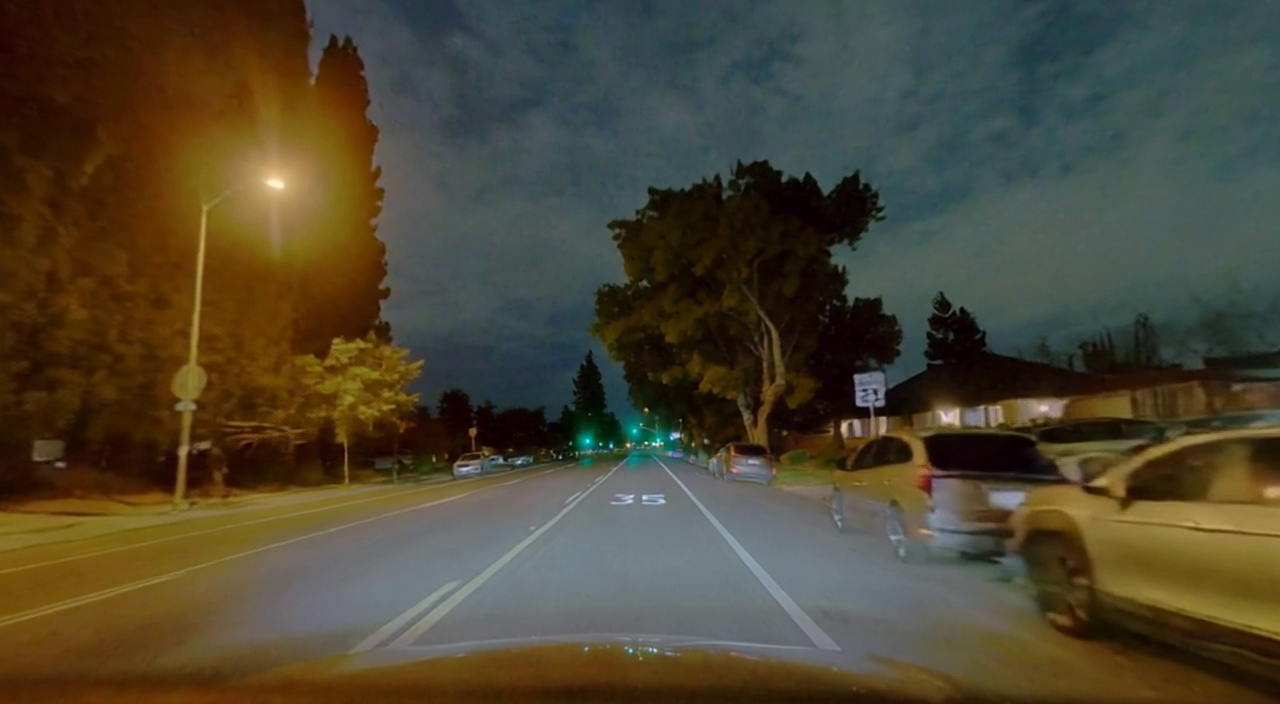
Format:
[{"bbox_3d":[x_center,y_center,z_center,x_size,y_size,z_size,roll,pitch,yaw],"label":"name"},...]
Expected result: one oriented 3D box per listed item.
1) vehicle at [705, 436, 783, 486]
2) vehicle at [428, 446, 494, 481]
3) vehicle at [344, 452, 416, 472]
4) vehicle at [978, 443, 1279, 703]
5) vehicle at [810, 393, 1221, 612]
[{"bbox_3d":[4.114,4.412,25.886,2.254,1.812,4.817,0,-9,-1],"label":"vehicle"},{"bbox_3d":[-10.737,6.693,38.302,2.338,1.871,5.795,-3,-9,0],"label":"vehicle"},{"bbox_3d":[-19.238,8.147,46.878,4.530,1.477,1.843,0,-9,-1],"label":"vehicle"},{"bbox_3d":[4.062,1.181,3.099,2.087,1.454,4.914,0,-8,0],"label":"vehicle"},{"bbox_3d":[3.969,1.679,8.039,2.169,1.914,4.791,0,-9,-1],"label":"vehicle"}]
